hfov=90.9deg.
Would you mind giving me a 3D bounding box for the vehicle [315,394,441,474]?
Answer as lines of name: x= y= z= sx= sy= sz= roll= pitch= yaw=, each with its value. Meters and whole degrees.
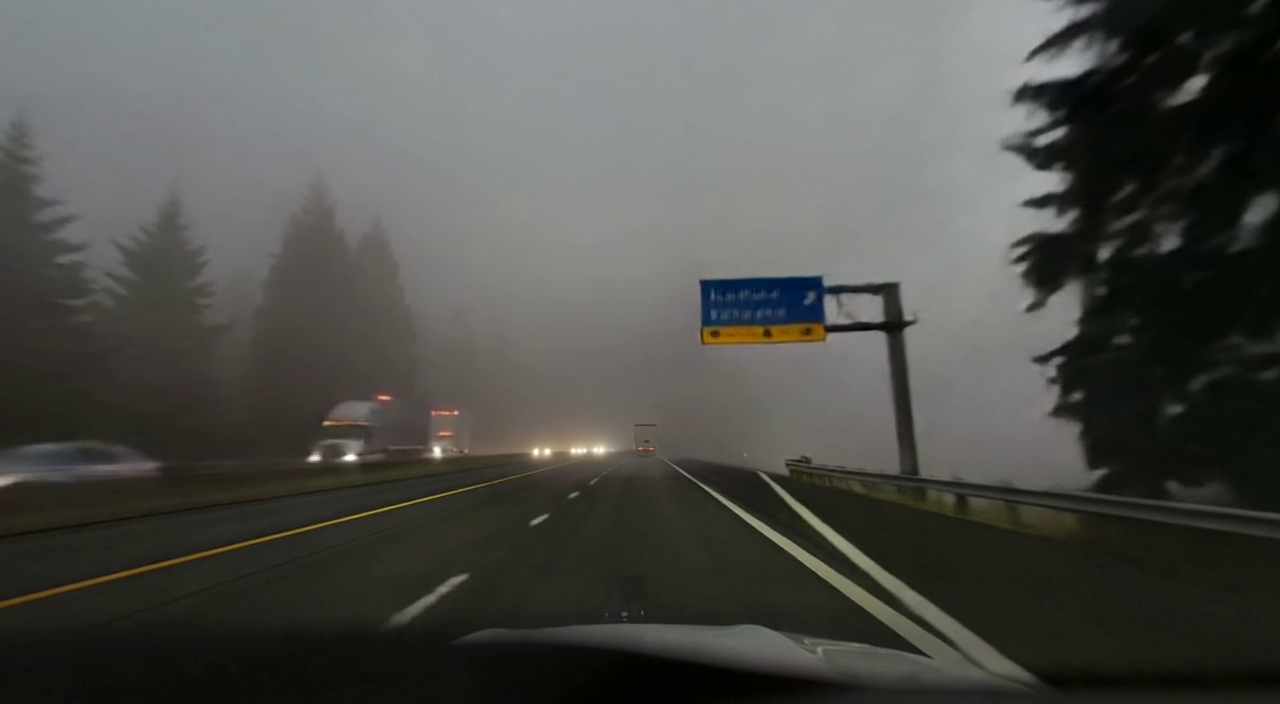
vehicle: x=-16.183 y=5.356 z=40.233 sx=3.237 sy=4.404 sz=10.808 roll=0 pitch=-9 yaw=1
